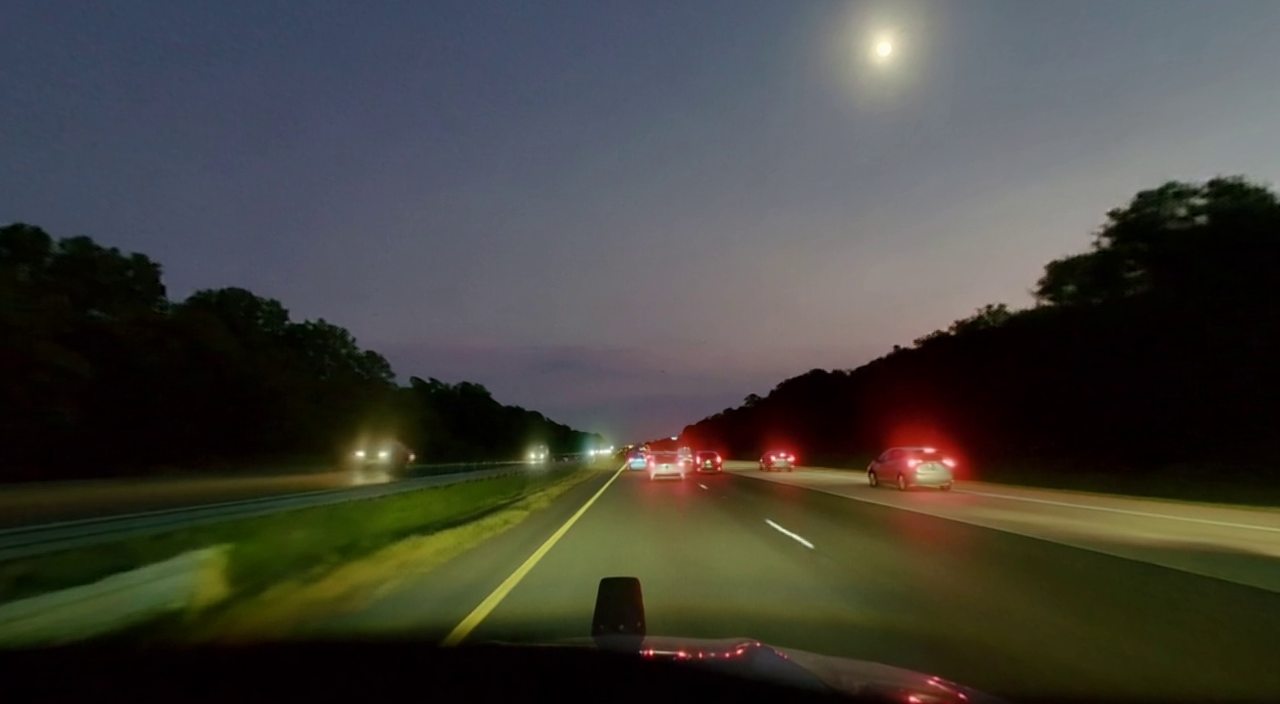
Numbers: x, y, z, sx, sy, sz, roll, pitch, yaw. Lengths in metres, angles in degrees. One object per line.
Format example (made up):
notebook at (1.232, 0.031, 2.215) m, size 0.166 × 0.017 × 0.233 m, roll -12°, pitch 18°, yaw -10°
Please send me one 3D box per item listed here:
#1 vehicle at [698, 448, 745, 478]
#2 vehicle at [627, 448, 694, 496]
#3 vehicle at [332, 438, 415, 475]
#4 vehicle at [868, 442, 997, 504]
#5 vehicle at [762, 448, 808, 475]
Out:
vehicle at (4.364, 5.993, 34.256) m, size 1.981 × 1.518 × 4.029 m, roll 0°, pitch -9°, yaw -1°
vehicle at (0.629, 3.965, 21.110) m, size 2.020 × 1.426 × 3.702 m, roll 0°, pitch -9°, yaw 0°
vehicle at (-12.147, 4.800, 29.028) m, size 1.950 × 1.566 × 4.141 m, roll 0°, pitch -9°, yaw 0°
vehicle at (8.233, 3.416, 18.160) m, size 1.847 × 1.554 × 3.752 m, roll 0°, pitch -9°, yaw -1°
vehicle at (9.104, 6.865, 39.810) m, size 1.957 × 1.594 × 3.632 m, roll 0°, pitch -9°, yaw -1°
